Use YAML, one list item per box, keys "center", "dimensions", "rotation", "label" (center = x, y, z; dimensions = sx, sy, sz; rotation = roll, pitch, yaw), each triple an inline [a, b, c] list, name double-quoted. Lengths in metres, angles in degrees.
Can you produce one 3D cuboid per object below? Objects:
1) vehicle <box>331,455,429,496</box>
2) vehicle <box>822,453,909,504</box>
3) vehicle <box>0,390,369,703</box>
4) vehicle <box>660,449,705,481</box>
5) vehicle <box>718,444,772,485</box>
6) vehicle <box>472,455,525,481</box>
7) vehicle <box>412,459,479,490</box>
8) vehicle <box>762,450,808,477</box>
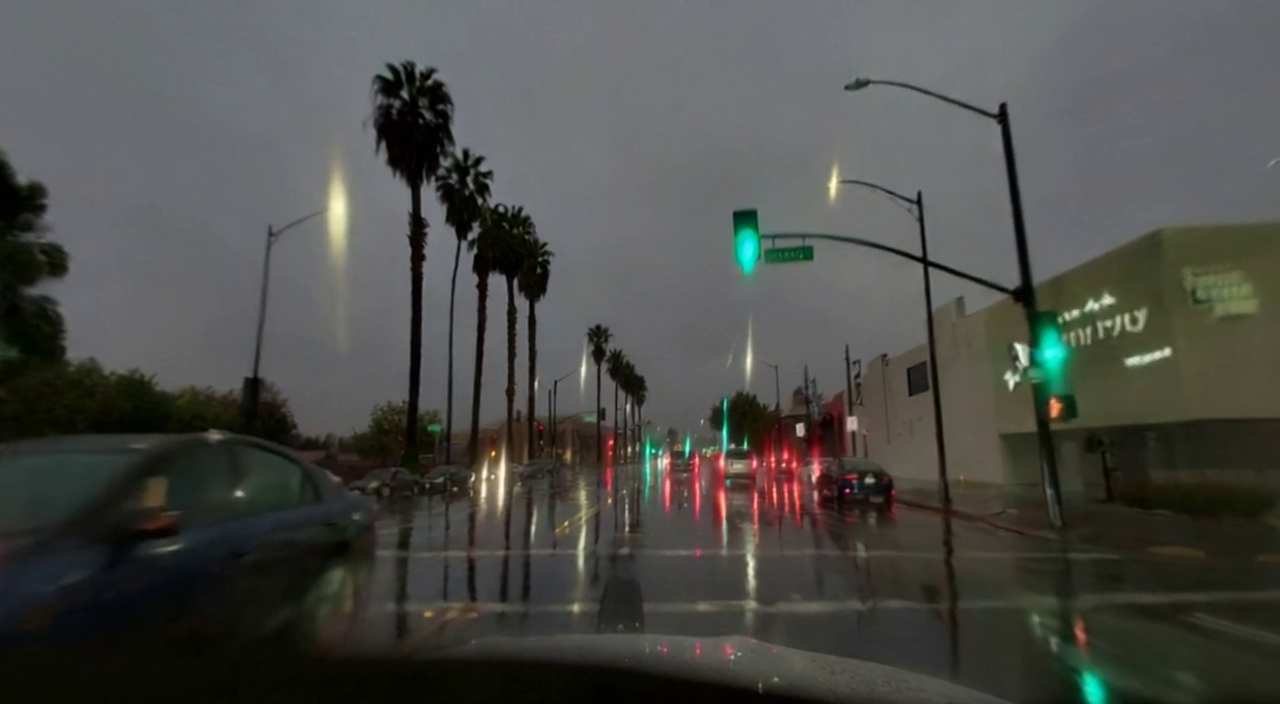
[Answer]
- center: [-11.070, 5.414, 27.363]
  dimensions: [1.933, 1.502, 4.649]
  rotation: [-4, -13, 5]
  label: "vehicle"
- center: [7.708, 4.322, 22.057]
  dimensions: [1.914, 1.560, 4.278]
  rotation: [-1, -9, 7]
  label: "vehicle"
- center: [-3.349, 0.952, 2.296]
  dimensions: [2.204, 1.584, 4.921]
  rotation: [-1, -9, 5]
  label: "vehicle"
- center: [2.126, 5.556, 31.359]
  dimensions: [2.088, 1.452, 3.993]
  rotation: [-1, -9, 4]
  label: "vehicle"
- center: [4.742, 5.144, 29.103]
  dimensions: [2.003, 1.702, 4.288]
  rotation: [-1, -9, 4]
  label: "vehicle"
- center: [-9.387, 7.798, 42.234]
  dimensions: [2.188, 1.490, 4.511]
  rotation: [-4, -12, 5]
  label: "vehicle"
- center: [-10.368, 6.533, 34.001]
  dimensions: [1.949, 1.470, 4.532]
  rotation: [-1, -9, 3]
  label: "vehicle"
- center: [9.500, 7.343, 41.752]
  dimensions: [2.174, 1.643, 4.860]
  rotation: [-1, -9, 3]
  label: "vehicle"
